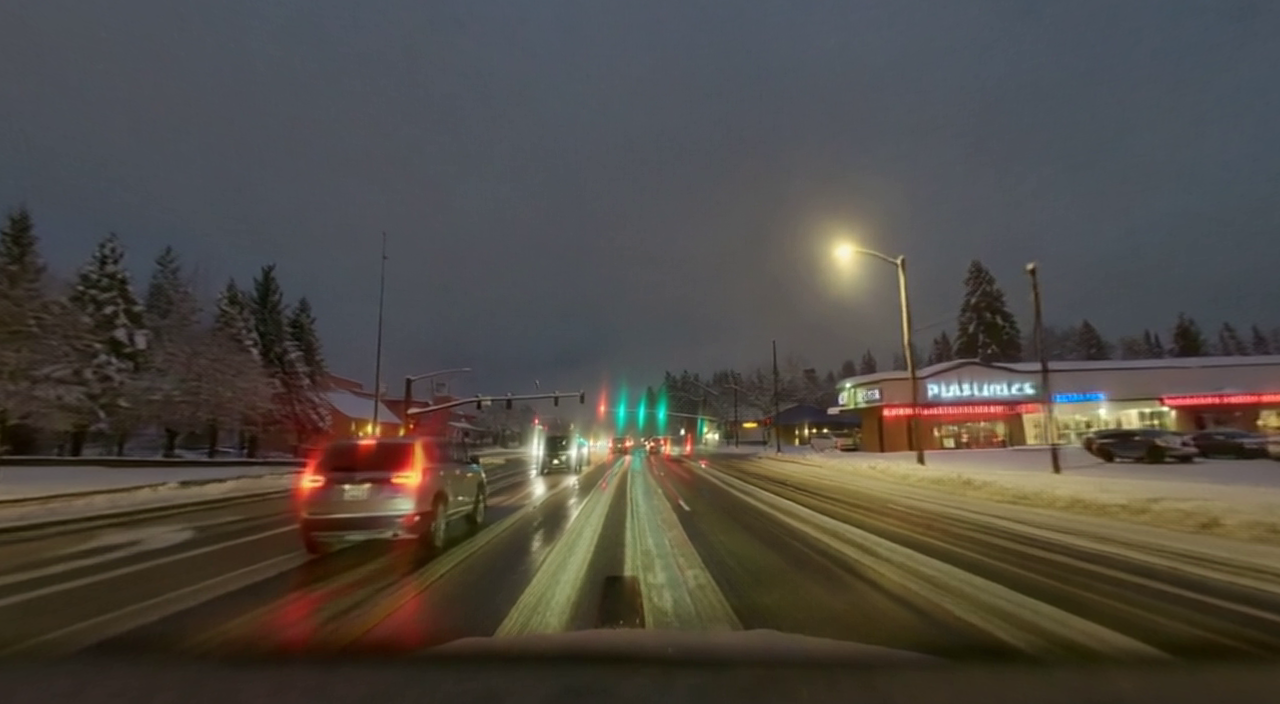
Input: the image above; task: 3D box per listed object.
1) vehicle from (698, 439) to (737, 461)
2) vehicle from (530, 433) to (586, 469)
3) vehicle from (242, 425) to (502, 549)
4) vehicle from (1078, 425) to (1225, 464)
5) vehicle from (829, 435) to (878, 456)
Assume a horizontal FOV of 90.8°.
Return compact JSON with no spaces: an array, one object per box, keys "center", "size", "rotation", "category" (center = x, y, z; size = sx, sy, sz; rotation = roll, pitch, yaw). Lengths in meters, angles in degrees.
[{"center":[5.298,6.762,43.806],"size":[2.017,1.453,4.497],"rotation":[0,-8,-1],"category":"vehicle"},{"center":[-3.981,4.875,31.355],"size":[2.143,1.643,4.336],"rotation":[0,-8,0],"category":"vehicle"},{"center":[-3.771,1.982,10.033],"size":[2.097,1.497,4.571],"rotation":[0,-8,1],"category":"vehicle"},{"center":[23.585,4.325,29.385],"size":[4.824,1.693,1.984],"rotation":[-4,-9,21],"category":"vehicle"},{"center":[15.744,6.925,46.817],"size":[1.819,1.457,4.680],"rotation":[0,-8,-3],"category":"vehicle"}]
